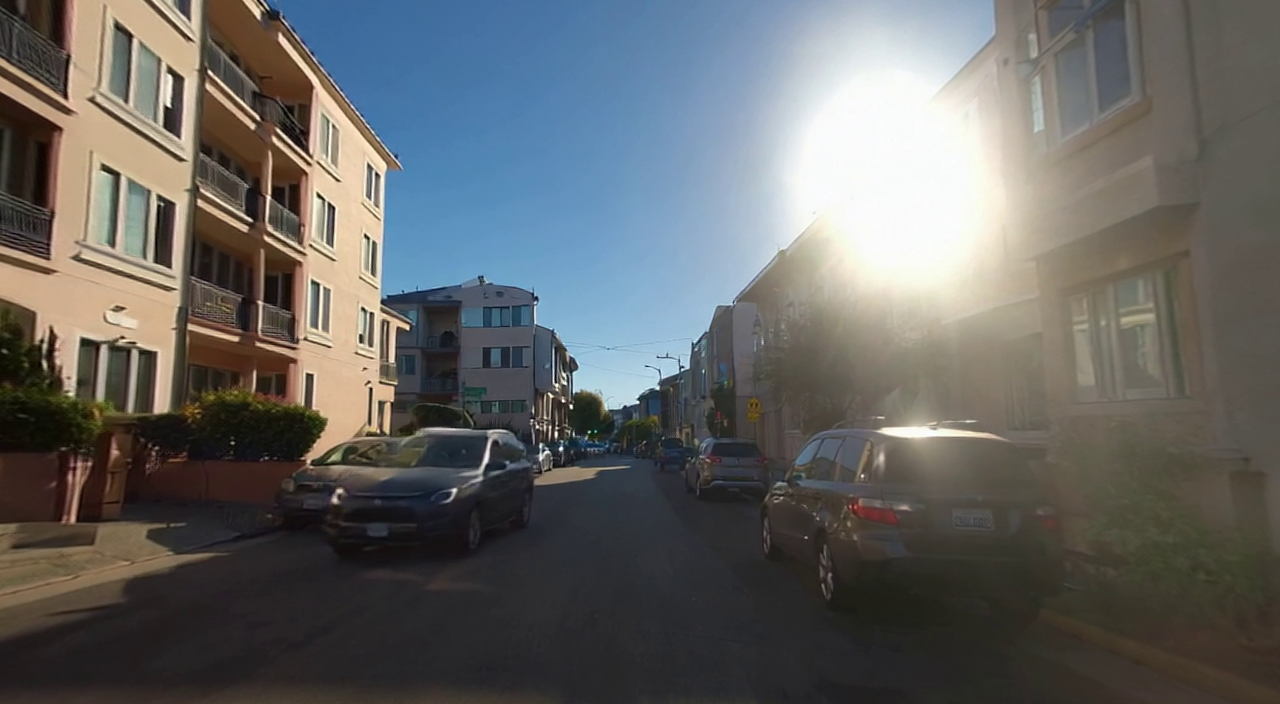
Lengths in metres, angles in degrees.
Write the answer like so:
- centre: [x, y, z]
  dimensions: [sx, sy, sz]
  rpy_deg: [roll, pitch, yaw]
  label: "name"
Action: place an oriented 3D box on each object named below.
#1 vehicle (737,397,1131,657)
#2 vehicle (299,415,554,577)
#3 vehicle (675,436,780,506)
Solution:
- centre: [2.237, 1.405, 6.144]
  dimensions: [1.839, 1.678, 3.918]
  rpy_deg: [0, -8, -2]
  label: "vehicle"
- centre: [-2.307, 1.621, 7.852]
  dimensions: [1.845, 1.544, 3.388]
  rpy_deg: [0, -8, 3]
  label: "vehicle"
- centre: [1.951, 2.789, 15.402]
  dimensions: [1.786, 1.447, 4.314]
  rpy_deg: [0, -8, -2]
  label: "vehicle"
